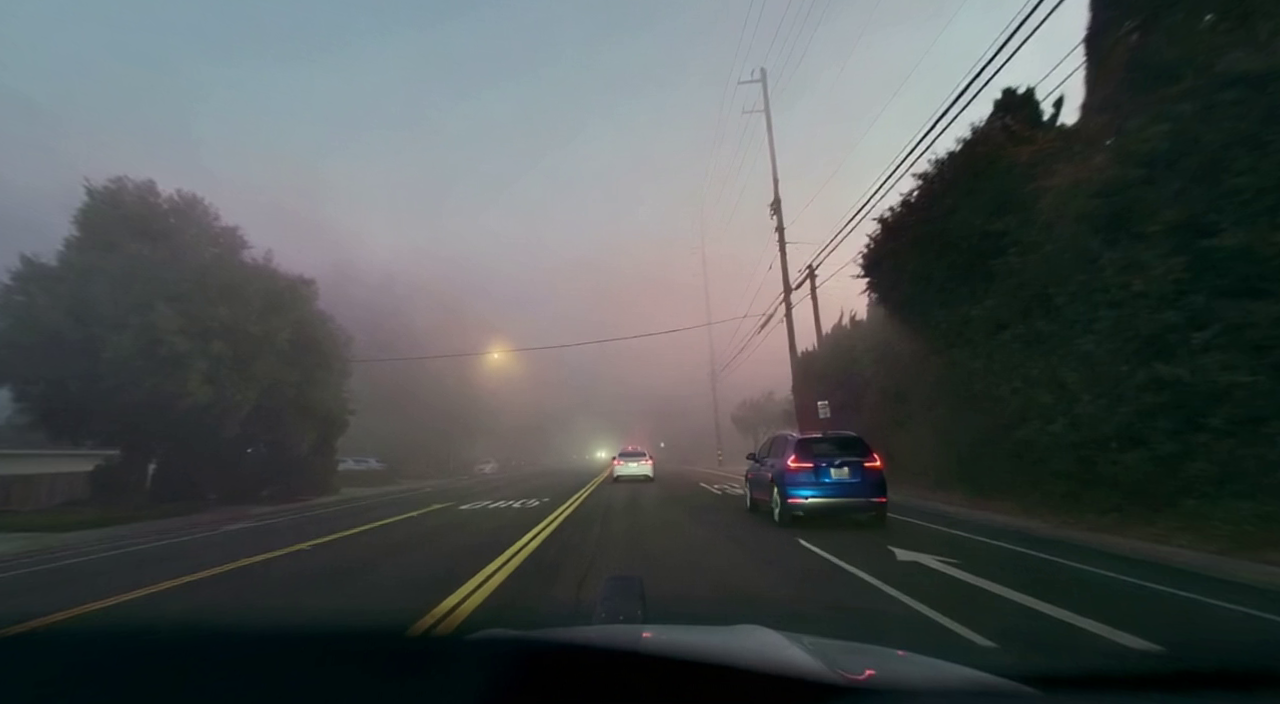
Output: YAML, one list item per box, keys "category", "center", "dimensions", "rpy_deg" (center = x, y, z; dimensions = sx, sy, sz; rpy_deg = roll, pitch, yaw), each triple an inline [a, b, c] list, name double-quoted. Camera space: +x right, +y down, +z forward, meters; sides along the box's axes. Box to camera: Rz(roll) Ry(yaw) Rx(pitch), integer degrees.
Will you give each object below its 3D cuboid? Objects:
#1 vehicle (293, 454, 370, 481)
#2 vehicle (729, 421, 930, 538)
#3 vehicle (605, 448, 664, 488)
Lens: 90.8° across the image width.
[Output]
- category: "vehicle"
  center: [-21.087, 7.910, 43.307]
  dimensions: [4.240, 1.717, 2.043]
  rpy_deg: [0, -8, -2]
- category: "vehicle"
  center: [3.249, 2.307, 12.098]
  dimensions: [2.200, 1.763, 4.676]
  rpy_deg: [0, -9, -3]
- category: "vehicle"
  center: [-0.225, 4.593, 25.413]
  dimensions: [2.196, 1.449, 4.006]
  rpy_deg: [0, -9, 0]
